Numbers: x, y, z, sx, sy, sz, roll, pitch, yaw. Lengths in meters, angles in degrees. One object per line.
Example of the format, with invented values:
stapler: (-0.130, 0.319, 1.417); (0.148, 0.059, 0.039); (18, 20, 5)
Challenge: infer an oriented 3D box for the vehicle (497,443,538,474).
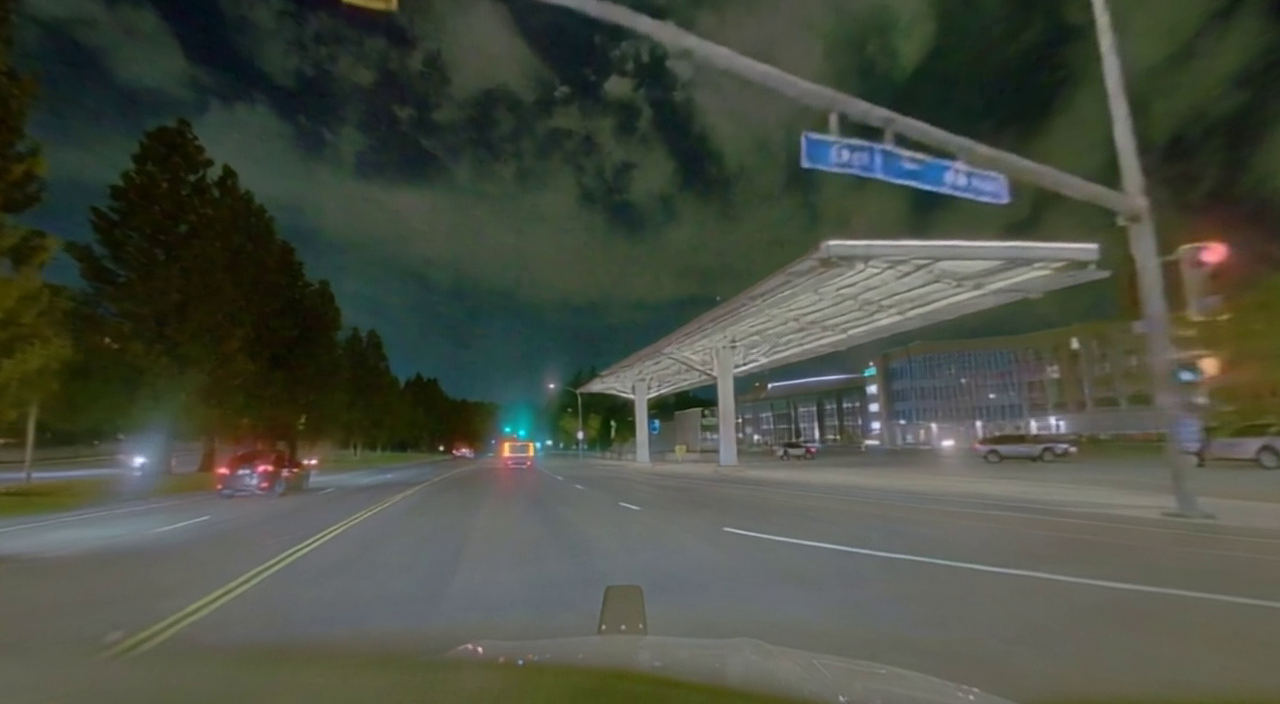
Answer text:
vehicle: (-7.810, 6.674, 39.837); (2.345, 1.803, 4.261); (2, -9, -13)

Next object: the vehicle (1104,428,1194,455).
vehicle: (34.732, 6.157, 43.203); (1.884, 1.717, 4.338); (3, -9, -17)

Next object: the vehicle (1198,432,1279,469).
vehicle: (28.267, 4.378, 28.235); (1.796, 1.445, 4.535); (-3, -8, -14)

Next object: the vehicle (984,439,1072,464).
vehicle: (24.449, 6.265, 39.954); (1.896, 1.459, 4.611); (2, -9, -16)

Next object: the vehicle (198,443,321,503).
vehicle: (-12.730, 4.013, 21.502); (2.097, 1.782, 4.682); (2, -9, -12)
